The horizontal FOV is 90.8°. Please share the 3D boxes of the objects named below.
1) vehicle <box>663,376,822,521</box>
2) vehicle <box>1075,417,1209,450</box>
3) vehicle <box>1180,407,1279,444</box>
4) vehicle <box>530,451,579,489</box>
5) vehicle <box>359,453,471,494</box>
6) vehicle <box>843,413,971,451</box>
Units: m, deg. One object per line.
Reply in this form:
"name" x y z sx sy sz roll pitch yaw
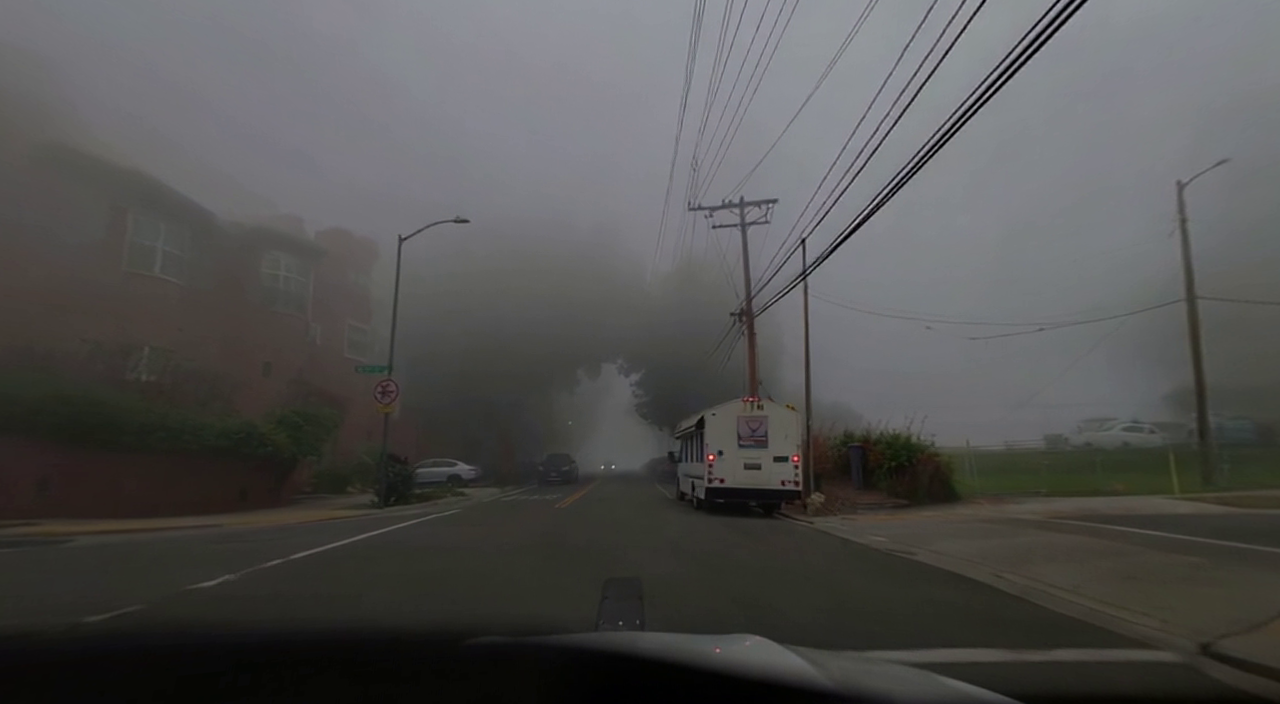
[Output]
"vehicle" 2.507 2.794 18.546 2.886 3.321 7.809 0 -9 -3
"vehicle" 22.942 3.771 28.994 4.641 1.441 1.745 0 -9 0
"vehicle" 28.055 3.417 29.210 4.413 1.608 1.858 0 -9 -2
"vehicle" -4.203 5.851 31.639 1.952 1.708 4.096 0 -9 -1
"vehicle" -11.326 6.096 32.005 5.093 1.855 2.338 3 -10 -20
"vehicle" 10.770 3.270 25.720 4.396 1.459 1.749 0 -8 -3
